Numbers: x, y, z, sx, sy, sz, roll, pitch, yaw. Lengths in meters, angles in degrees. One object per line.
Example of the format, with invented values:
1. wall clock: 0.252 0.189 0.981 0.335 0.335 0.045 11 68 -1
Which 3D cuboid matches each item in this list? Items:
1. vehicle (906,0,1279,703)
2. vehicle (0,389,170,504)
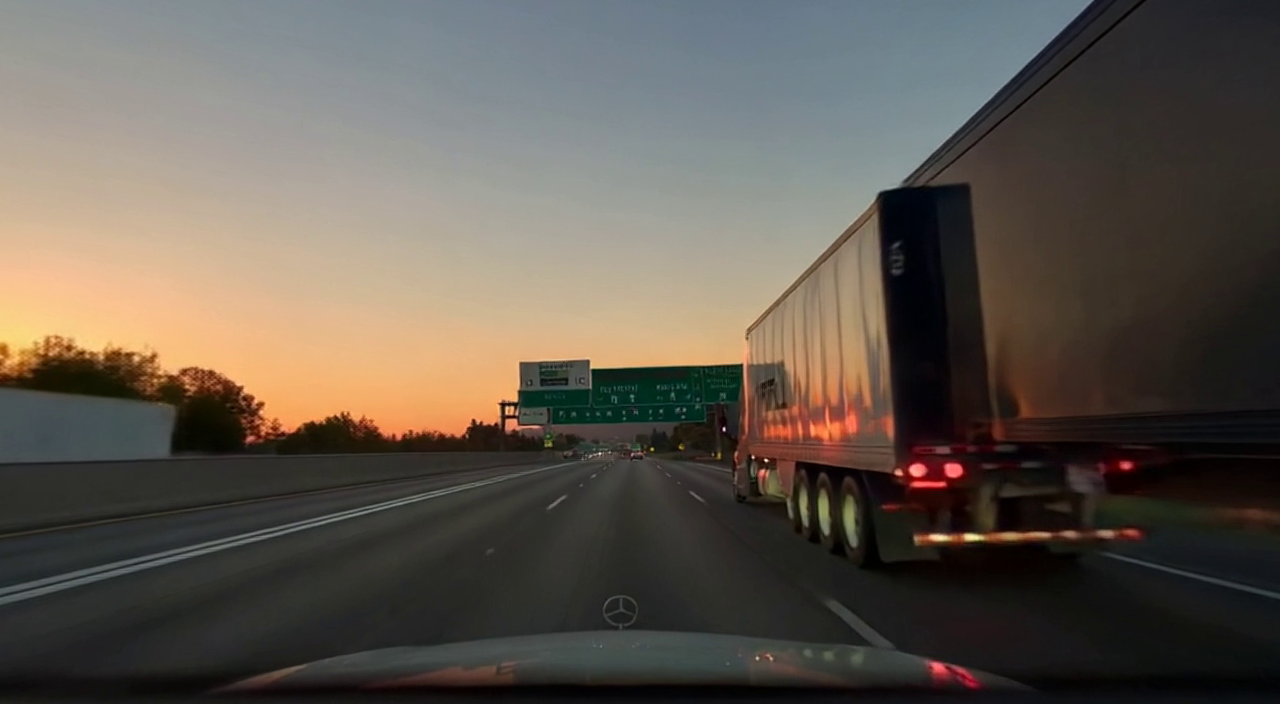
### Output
1. vehicle: 3.986 -0.327 1.387 2.869 4.013 8.610 0 -9 0
2. vehicle: -23.052 3.278 21.639 2.896 3.850 14.049 0 -9 -1
